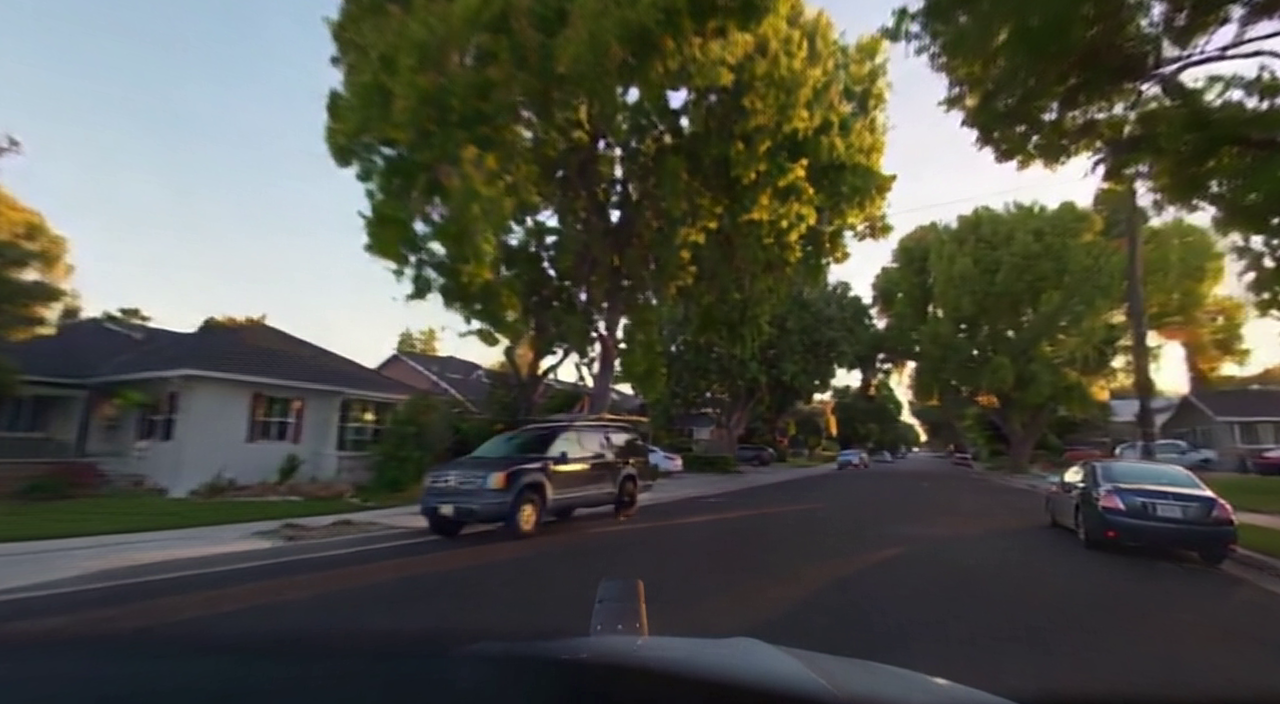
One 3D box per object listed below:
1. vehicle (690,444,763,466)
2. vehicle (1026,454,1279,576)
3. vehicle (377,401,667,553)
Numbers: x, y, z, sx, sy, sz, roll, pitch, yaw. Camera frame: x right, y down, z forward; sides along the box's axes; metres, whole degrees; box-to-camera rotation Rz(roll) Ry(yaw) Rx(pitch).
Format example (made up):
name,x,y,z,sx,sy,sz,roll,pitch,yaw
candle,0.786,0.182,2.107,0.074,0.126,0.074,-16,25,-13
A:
name,x,y,z,sx,sy,sz,roll,pitch,yaw
vehicle,6.362,7.581,46.348,4.977,1.558,2.079,-4,-10,25
vehicle,7.902,2.424,10.320,1.959,1.431,4.647,-4,-10,23
vehicle,-1.689,2.236,11.970,2.337,2.084,6.088,-4,-10,23
